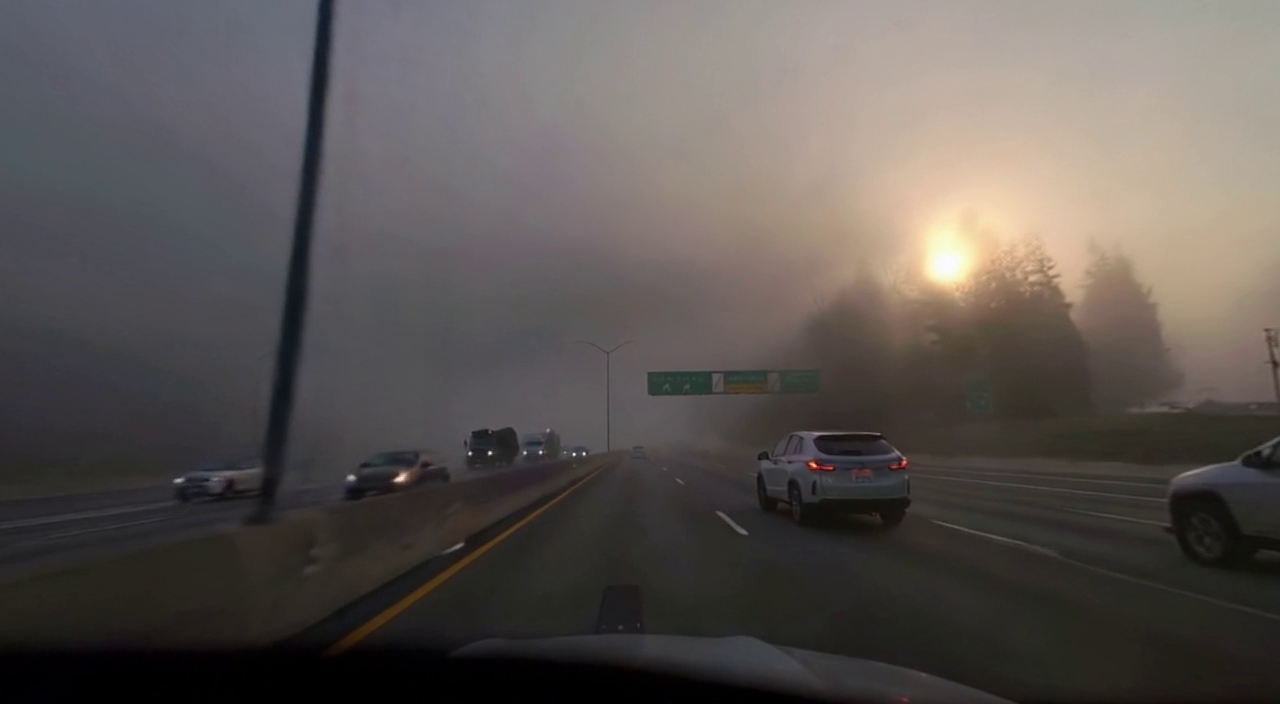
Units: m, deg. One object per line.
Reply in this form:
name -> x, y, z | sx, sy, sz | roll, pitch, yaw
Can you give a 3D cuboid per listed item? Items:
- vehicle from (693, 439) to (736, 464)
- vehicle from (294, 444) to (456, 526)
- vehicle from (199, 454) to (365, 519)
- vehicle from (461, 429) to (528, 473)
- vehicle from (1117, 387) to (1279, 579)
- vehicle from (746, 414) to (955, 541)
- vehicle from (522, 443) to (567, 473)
vehicle -> 5.803, 7.840, 49.921 | 2.434, 1.869, 5.553 | 0, -9, -3
vehicle -> -5.609, 2.824, 14.002 | 1.888, 1.532, 3.906 | 0, -9, 0
vehicle -> -9.516, 3.562, 17.305 | 1.993, 1.473, 4.387 | 0, -9, 0
vehicle -> -9.472, 6.526, 41.772 | 2.786, 2.696, 6.461 | 0, -9, 1
vehicle -> 7.090, 1.152, 5.406 | 2.040, 1.801, 4.959 | 0, -9, -1
vehicle -> 3.243, 2.039, 10.854 | 2.059, 1.711, 4.302 | 0, -9, 0
vehicle -> -5.732, 6.398, 38.372 | 2.037, 1.700, 4.417 | 0, -9, 0
